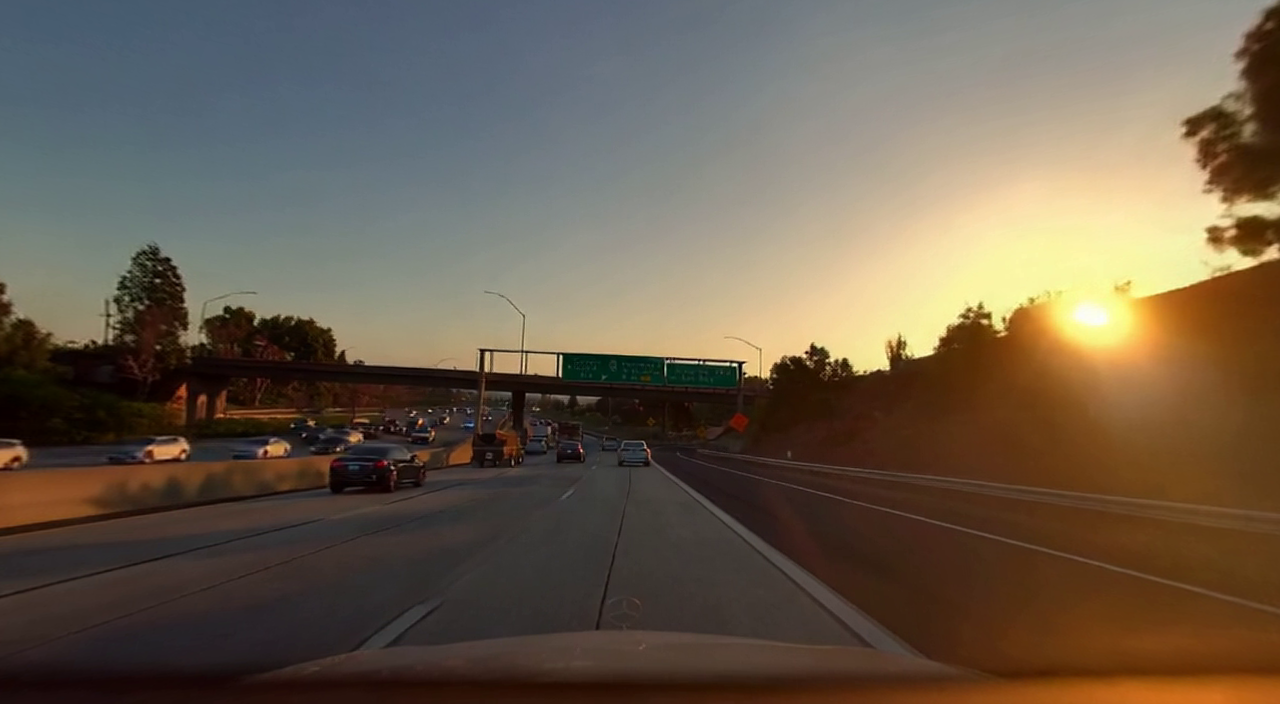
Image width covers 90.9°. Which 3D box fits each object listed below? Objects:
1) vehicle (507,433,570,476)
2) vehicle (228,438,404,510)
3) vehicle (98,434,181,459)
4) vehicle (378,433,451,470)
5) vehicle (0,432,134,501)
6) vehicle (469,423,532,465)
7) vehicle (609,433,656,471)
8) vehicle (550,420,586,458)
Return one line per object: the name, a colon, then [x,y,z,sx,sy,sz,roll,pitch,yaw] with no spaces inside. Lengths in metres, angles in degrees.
vehicle: [-4.160,4.279,26.502,2.005,1.631,4.295,0,-8,-1]
vehicle: [-7.563,2.854,15.321,1.896,1.465,4.399,0,-8,1]
vehicle: [-32.583,6.176,41.265,1.844,1.520,4.578,0,-8,-3]
vehicle: [-11.818,5.262,33.486,2.079,1.807,5.187,0,-8,-2]
vehicle: [-15.870,2.902,16.333,1.926,1.587,4.354,0,-8,-1]
vehicle: [-8.694,5.852,40.109,2.773,2.402,6.232,0,-8,-2]
vehicle: [-0.387,4.740,29.990,2.092,1.671,3.772,0,-8,-2]
vehicle: [-5.381,6.604,47.702,2.279,2.672,5.256,0,-8,-2]
